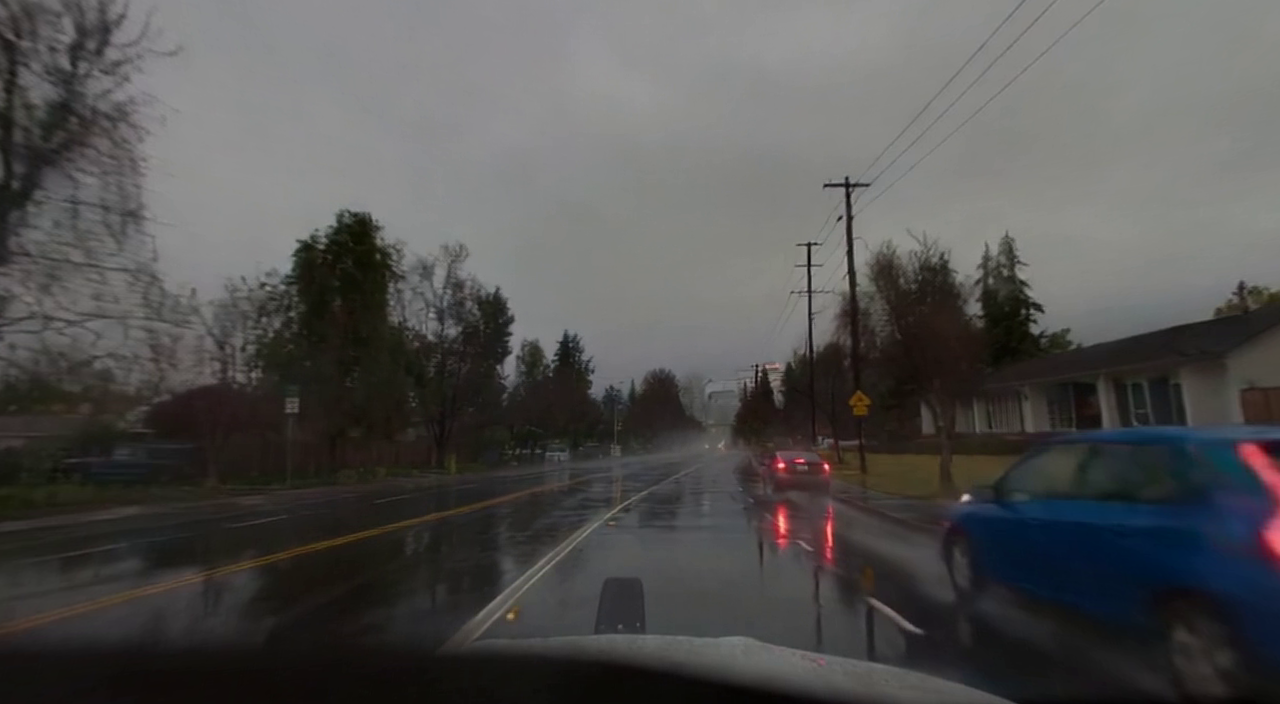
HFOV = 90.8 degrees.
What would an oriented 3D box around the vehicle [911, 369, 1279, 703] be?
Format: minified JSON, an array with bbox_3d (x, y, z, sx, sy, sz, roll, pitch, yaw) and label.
[{"bbox_3d":[3.808,1.216,4.352,1.989,1.782,4.351,0,-9,1],"label":"vehicle"}]

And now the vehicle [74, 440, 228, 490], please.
[{"bbox_3d":[-21.690,5.033,28.205,5.134,2.110,2.040,0,-9,1],"label":"vehicle"}]

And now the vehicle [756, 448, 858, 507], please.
[{"bbox_3d":[4.621,3.516,18.227,1.993,1.457,4.599,-1,-9,4],"label":"vehicle"}]
